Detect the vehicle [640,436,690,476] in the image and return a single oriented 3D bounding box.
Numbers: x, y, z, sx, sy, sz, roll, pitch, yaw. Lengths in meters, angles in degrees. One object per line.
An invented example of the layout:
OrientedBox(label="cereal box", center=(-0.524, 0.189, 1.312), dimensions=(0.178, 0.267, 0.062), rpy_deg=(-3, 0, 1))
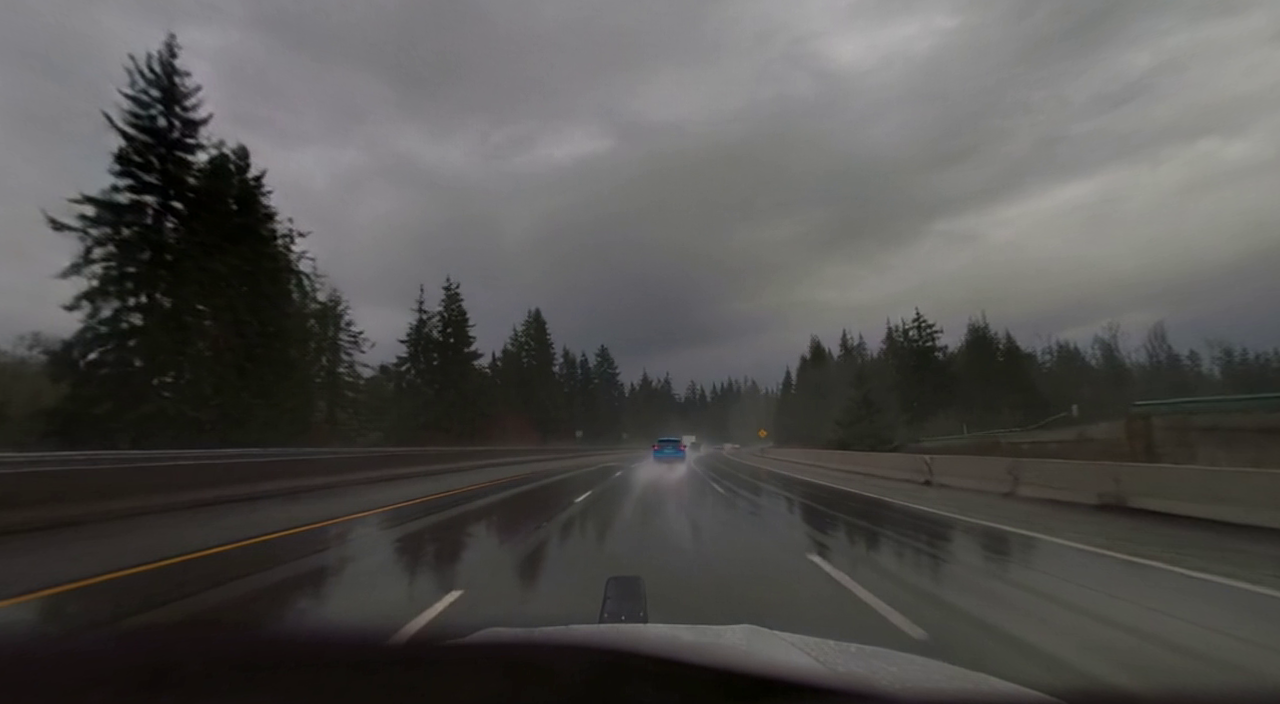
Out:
OrientedBox(label="vehicle", center=(1.168, 4.815, 29.321), dimensions=(2.133, 1.686, 4.203), rpy_deg=(0, -8, 2))
